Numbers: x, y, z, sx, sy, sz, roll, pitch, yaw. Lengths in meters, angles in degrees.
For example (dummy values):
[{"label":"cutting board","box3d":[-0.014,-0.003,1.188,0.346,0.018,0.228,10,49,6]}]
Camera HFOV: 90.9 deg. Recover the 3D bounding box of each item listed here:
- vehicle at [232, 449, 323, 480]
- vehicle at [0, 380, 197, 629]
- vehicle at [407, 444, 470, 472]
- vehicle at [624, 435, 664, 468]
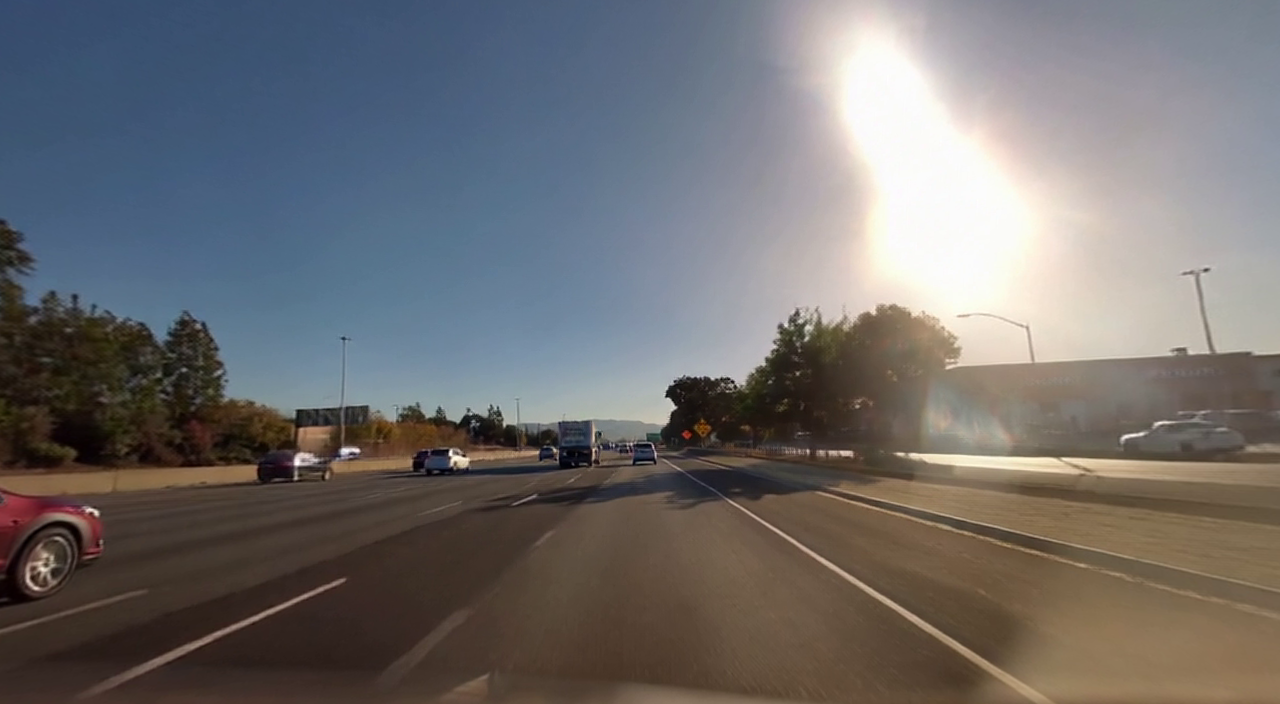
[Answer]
[{"label":"vehicle","box3d":[-19.030,5.916,33.382,1.899,1.478,4.640,-1,-8,3]},{"label":"vehicle","box3d":[-5.784,1.053,4.189,2.200,1.793,4.586,0,-8,2]},{"label":"vehicle","box3d":[-11.594,6.120,36.716,1.928,1.480,4.823,0,-8,2]},{"label":"vehicle","box3d":[0.272,5.882,37.488,2.227,1.794,4.646,0,-8,1]}]
